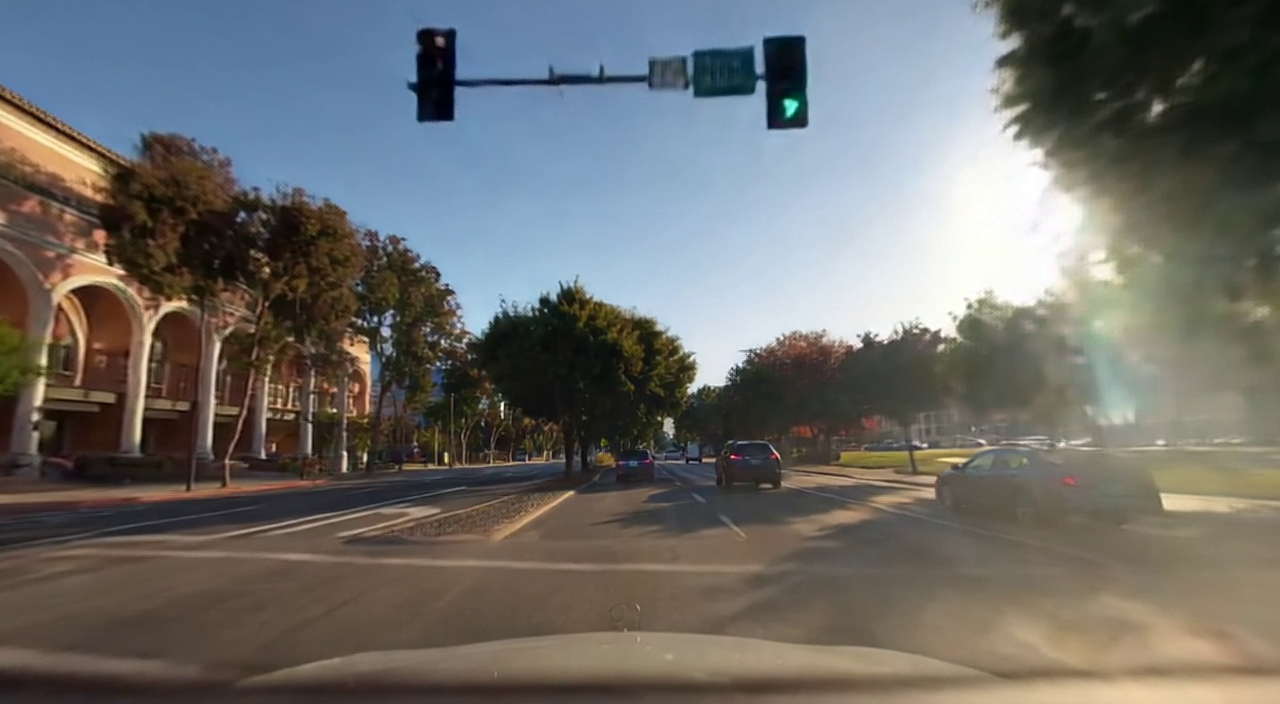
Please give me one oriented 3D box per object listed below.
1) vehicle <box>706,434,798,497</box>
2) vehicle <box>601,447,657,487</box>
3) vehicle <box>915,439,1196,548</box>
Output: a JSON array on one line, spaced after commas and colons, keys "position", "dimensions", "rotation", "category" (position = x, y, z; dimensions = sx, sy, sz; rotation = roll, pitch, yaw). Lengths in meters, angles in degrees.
[{"position": [3.440, 3.578, 20.296], "dimensions": [2.036, 1.757, 4.300], "rotation": [0, -8, -1], "category": "vehicle"}, {"position": [-0.434, 4.499, 25.114], "dimensions": [2.054, 1.446, 3.969], "rotation": [0, -8, -1], "category": "vehicle"}, {"position": [6.677, 2.268, 10.899], "dimensions": [1.868, 1.472, 4.274], "rotation": [0, -8, -1], "category": "vehicle"}]
